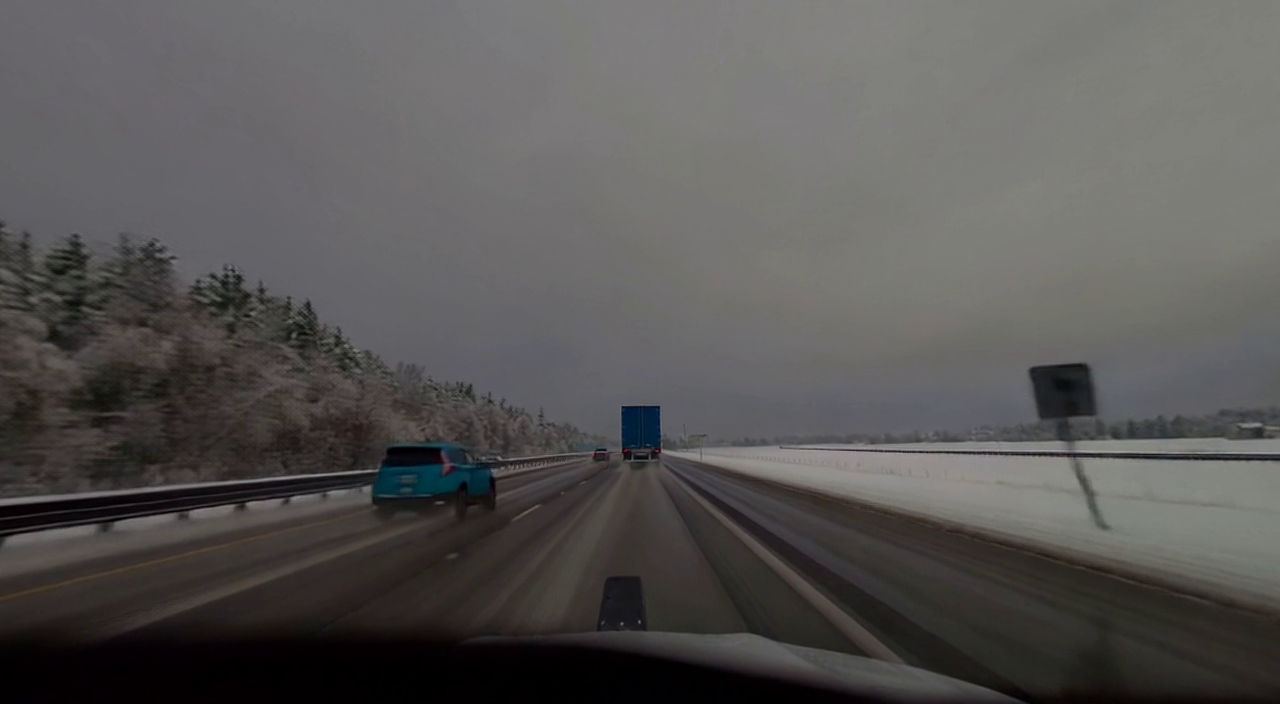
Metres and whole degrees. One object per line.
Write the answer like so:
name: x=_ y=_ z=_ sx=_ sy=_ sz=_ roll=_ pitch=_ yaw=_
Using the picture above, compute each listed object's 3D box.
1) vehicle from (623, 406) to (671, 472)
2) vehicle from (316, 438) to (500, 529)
vehicle: x=0.487 y=6.017 z=43.269 sx=2.899 sy=3.966 sz=10.053 roll=0 pitch=-9 yaw=1
vehicle: x=-4.477 y=2.592 z=13.111 sx=2.051 sy=1.538 sz=4.569 roll=0 pitch=-9 yaw=0
